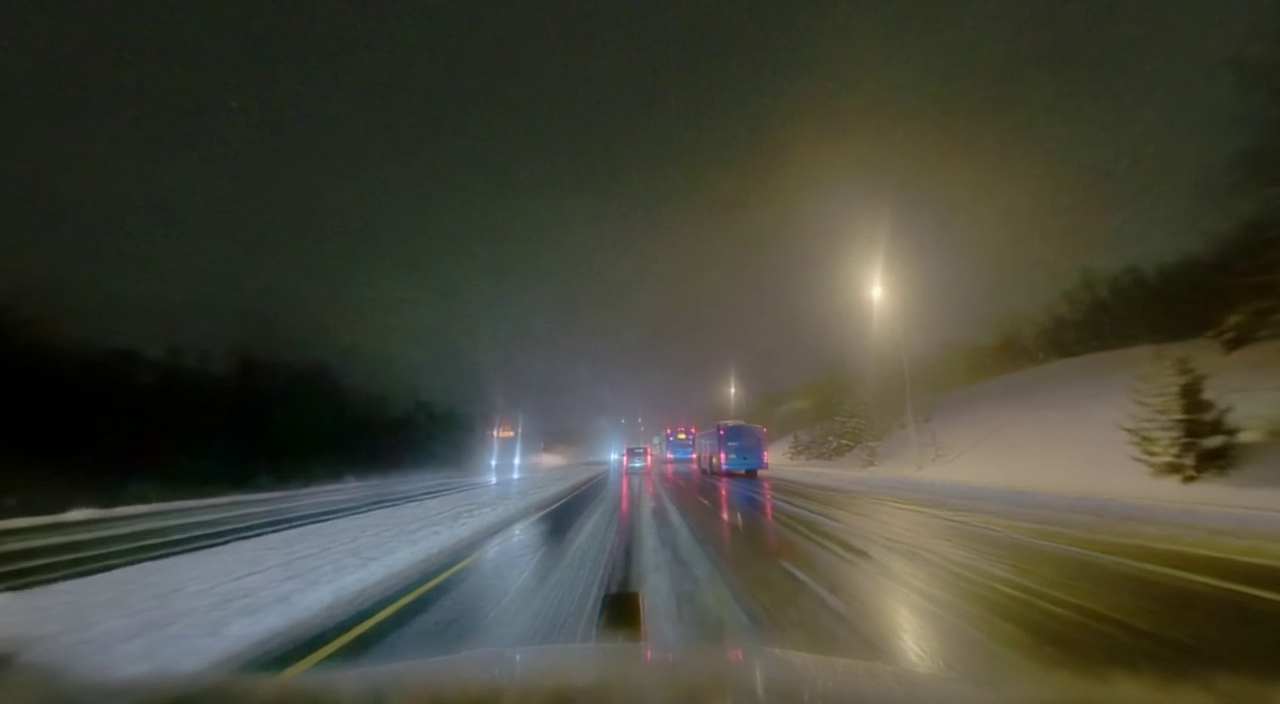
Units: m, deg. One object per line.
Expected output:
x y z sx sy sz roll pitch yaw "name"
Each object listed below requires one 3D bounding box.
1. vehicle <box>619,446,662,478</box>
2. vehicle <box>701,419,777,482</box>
0.017 5.387 30.999 2.004 1.449 3.817 0 -9 0 "vehicle"
4.354 4.507 28.888 2.440 2.555 5.957 0 -9 0 "vehicle"
